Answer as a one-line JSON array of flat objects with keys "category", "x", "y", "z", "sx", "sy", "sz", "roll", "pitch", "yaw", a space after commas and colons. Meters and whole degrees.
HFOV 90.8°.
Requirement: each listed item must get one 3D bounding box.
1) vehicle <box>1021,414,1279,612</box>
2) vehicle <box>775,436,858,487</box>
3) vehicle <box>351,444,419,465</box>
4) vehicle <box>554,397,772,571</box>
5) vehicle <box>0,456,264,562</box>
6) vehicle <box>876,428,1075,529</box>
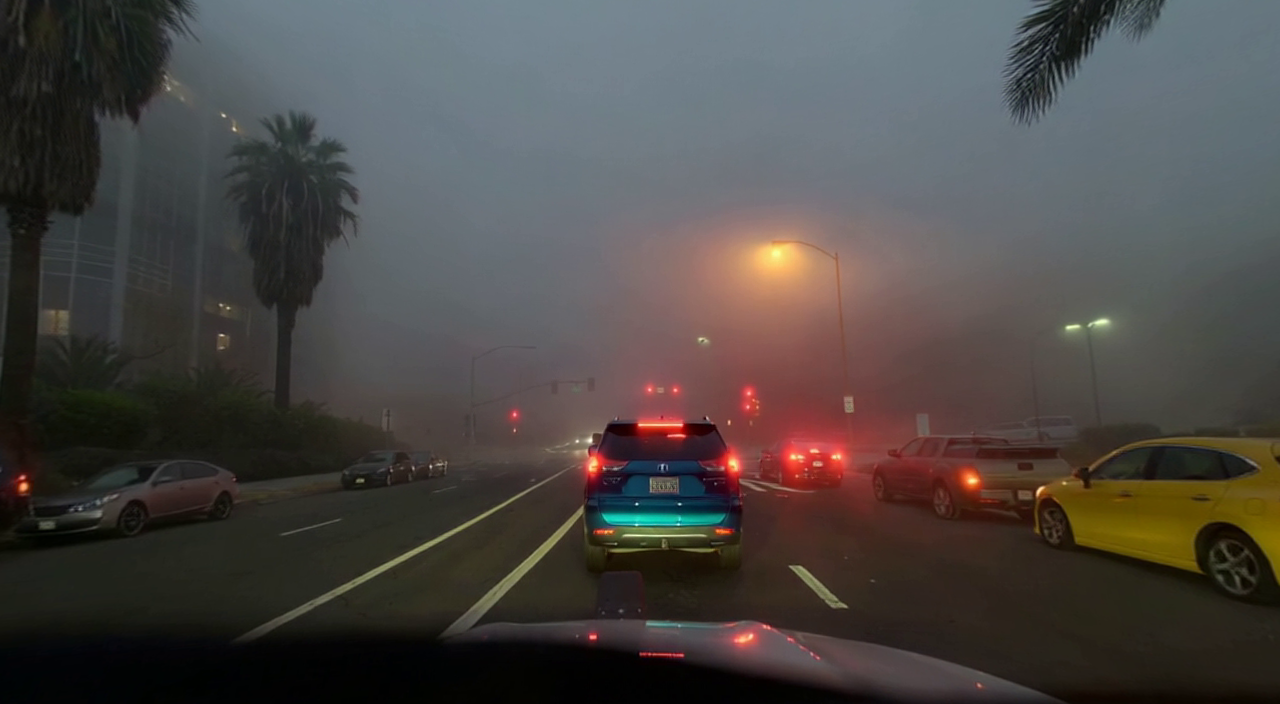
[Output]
[{"category": "vehicle", "x": 6.441, "y": 1.599, "z": 6.927, "sx": 1.935, "sy": 1.672, "sz": 4.139, "roll": 0, "pitch": -8, "yaw": 1}, {"category": "vehicle", "x": 6.506, "y": 4.070, "z": 23.758, "sx": 1.948, "sy": 1.729, "sz": 4.023, "roll": 0, "pitch": -8, "yaw": 0}, {"category": "vehicle", "x": -18.763, "y": 7.573, "z": 46.658, "sx": 1.759, "sy": 1.457, "sz": 4.297, "roll": -7, "pitch": -11, "yaw": 38}, {"category": "vehicle", "x": 0.265, "y": 1.691, "z": 8.792, "sx": 2.264, "sy": 1.798, "sz": 4.258, "roll": 0, "pitch": -8, "yaw": 1}, {"category": "vehicle", "x": -9.583, "y": 2.807, "z": 11.978, "sx": 2.054, "sy": 1.467, "sz": 4.595, "roll": -3, "pitch": -9, "yaw": 1}, {"category": "vehicle", "x": 6.669, "y": 2.525, "z": 13.245, "sx": 1.930, "sy": 1.736, "sz": 4.329, "roll": -1, "pitch": -8, "yaw": 3}]
